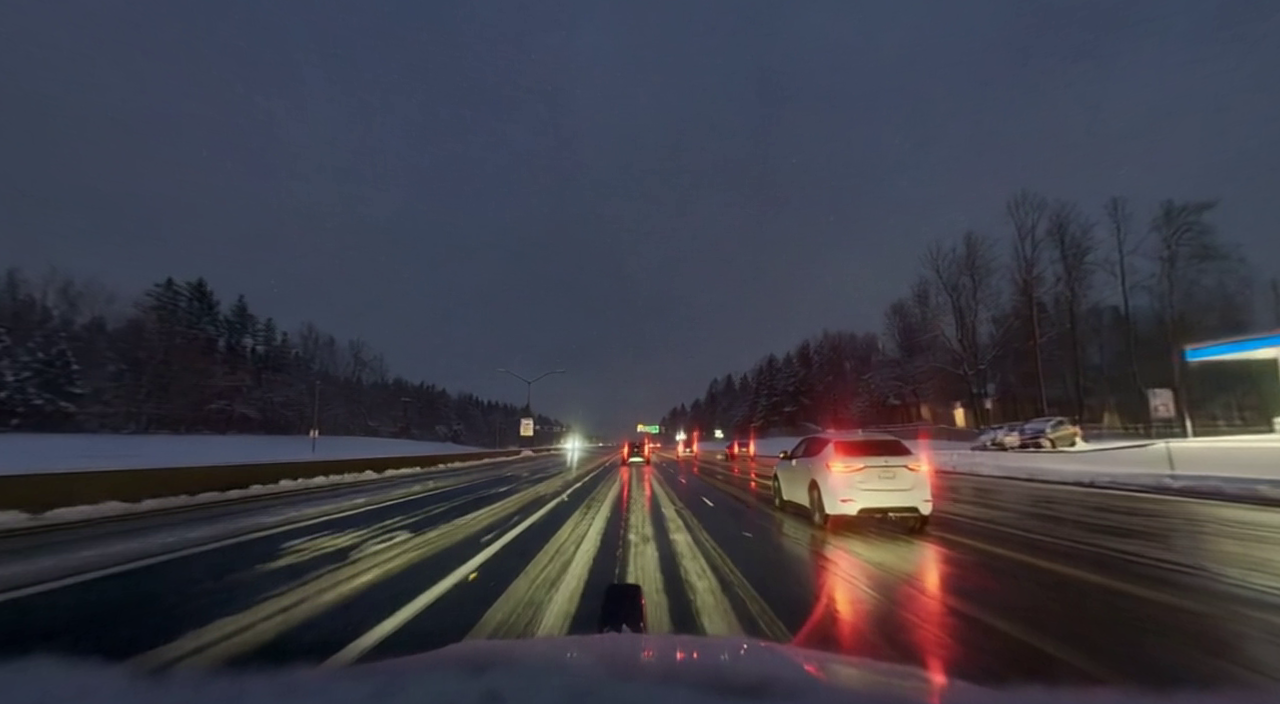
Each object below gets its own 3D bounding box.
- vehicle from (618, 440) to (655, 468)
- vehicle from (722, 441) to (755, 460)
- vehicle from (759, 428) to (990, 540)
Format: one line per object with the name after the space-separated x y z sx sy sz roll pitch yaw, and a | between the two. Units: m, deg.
-0.209 5.811 36.175 1.999 1.473 4.351 0 -8 0 | vehicle
7.735 7.754 49.821 1.867 1.463 4.295 0 -8 -1 | vehicle
3.628 2.136 10.942 2.172 1.490 4.668 0 -8 0 | vehicle
